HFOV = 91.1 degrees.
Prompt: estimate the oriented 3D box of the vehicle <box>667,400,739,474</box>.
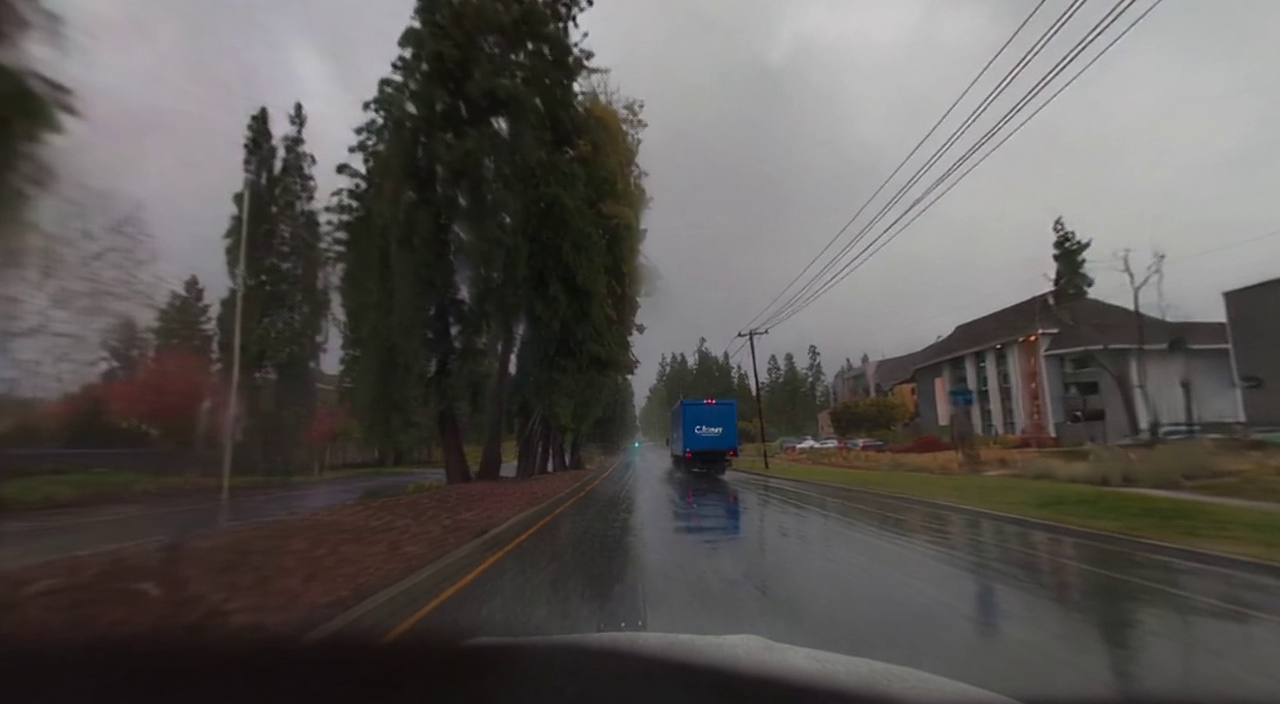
[{"bbox_3d":[3.453,5.115,37.356,2.973,3.848,9.336,0,-8,-2],"label":"vehicle"}]
